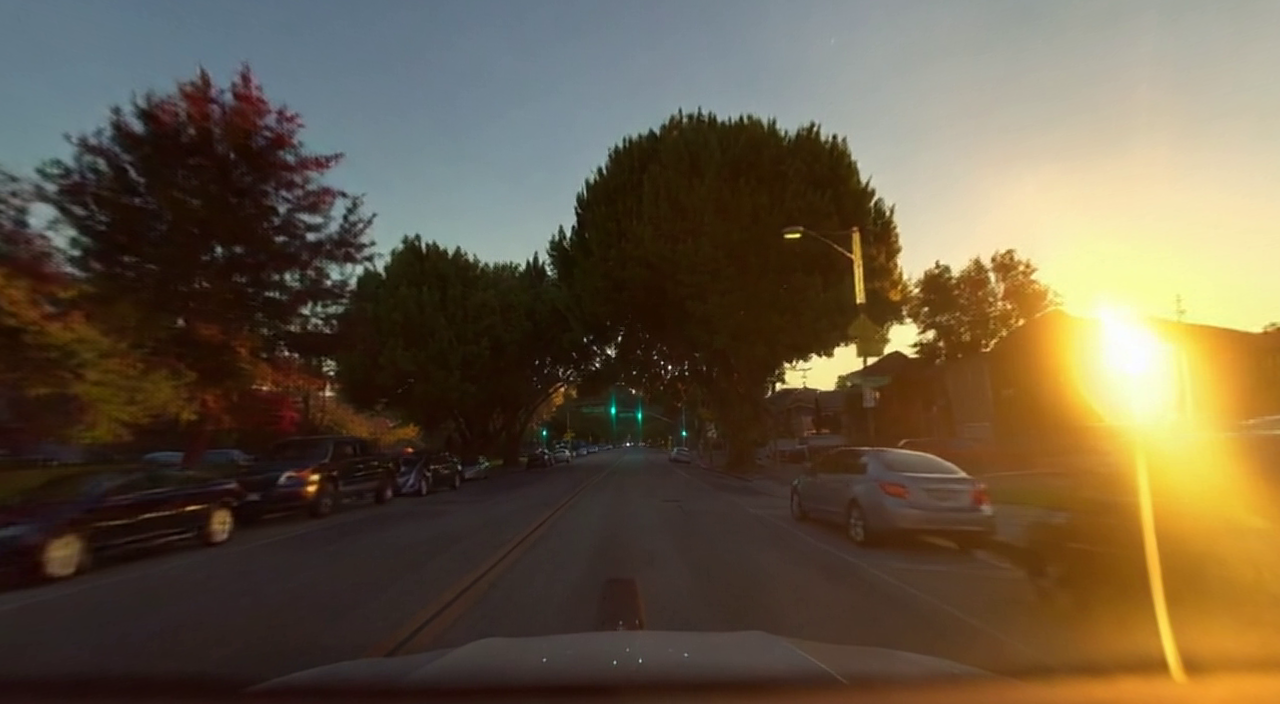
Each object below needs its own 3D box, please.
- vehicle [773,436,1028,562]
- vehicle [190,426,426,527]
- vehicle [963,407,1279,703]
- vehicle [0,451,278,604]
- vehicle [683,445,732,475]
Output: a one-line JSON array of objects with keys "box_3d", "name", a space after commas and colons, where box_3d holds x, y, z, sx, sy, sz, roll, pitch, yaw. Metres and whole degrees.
[{"box_3d": [3.581, 2.091, 9.778, 2.033, 1.467, 4.471, 0, -8, 0], "name": "vehicle"}, {"box_3d": [-7.573, 2.899, 15.434, 2.613, 1.959, 5.843, 0, -8, 0], "name": "vehicle"}, {"box_3d": [4.090, 1.106, 3.550, 1.854, 1.537, 4.759, 0, -8, -2], "name": "vehicle"}, {"box_3d": [-7.509, 2.176, 8.835, 2.057, 1.486, 4.759, 0, -8, 0], "name": "vehicle"}, {"box_3d": [3.578, 5.792, 34.116, 2.005, 1.466, 4.767, 0, -8, -1], "name": "vehicle"}]
